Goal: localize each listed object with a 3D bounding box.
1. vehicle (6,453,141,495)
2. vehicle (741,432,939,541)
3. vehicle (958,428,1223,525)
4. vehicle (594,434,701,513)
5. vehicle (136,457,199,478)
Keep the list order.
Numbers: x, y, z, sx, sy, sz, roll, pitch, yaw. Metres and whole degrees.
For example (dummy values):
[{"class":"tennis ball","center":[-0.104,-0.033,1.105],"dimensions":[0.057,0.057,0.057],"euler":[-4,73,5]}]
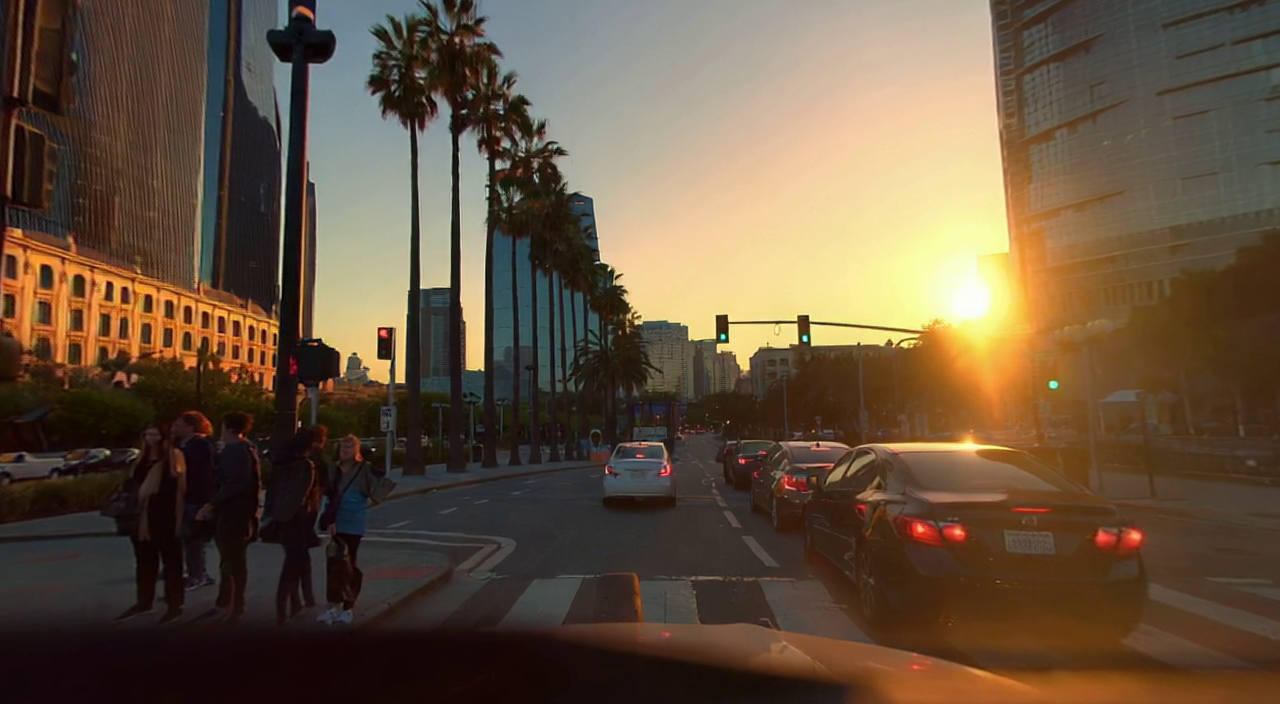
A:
[{"class":"vehicle","center":[-26.696,5.723,29.957],"dimensions":[2.105,1.793,4.812],"euler":[0,-9,-3]},{"class":"vehicle","center":[3.090,2.166,10.846],"dimensions":[1.913,1.469,4.425],"euler":[0,-9,-1]},{"class":"vehicle","center":[8.175,2.276,12.060],"dimensions":[1.859,1.508,4.259],"euler":[0,-9,-1]},{"class":"vehicle","center":[0.179,2.611,13.983],"dimensions":[2.048,1.503,3.681],"euler":[0,-9,1]},{"class":"vehicle","center":[-36.836,8.984,49.209],"dimensions":[1.700,1.527,4.445],"euler":[1,-9,-4]}]
